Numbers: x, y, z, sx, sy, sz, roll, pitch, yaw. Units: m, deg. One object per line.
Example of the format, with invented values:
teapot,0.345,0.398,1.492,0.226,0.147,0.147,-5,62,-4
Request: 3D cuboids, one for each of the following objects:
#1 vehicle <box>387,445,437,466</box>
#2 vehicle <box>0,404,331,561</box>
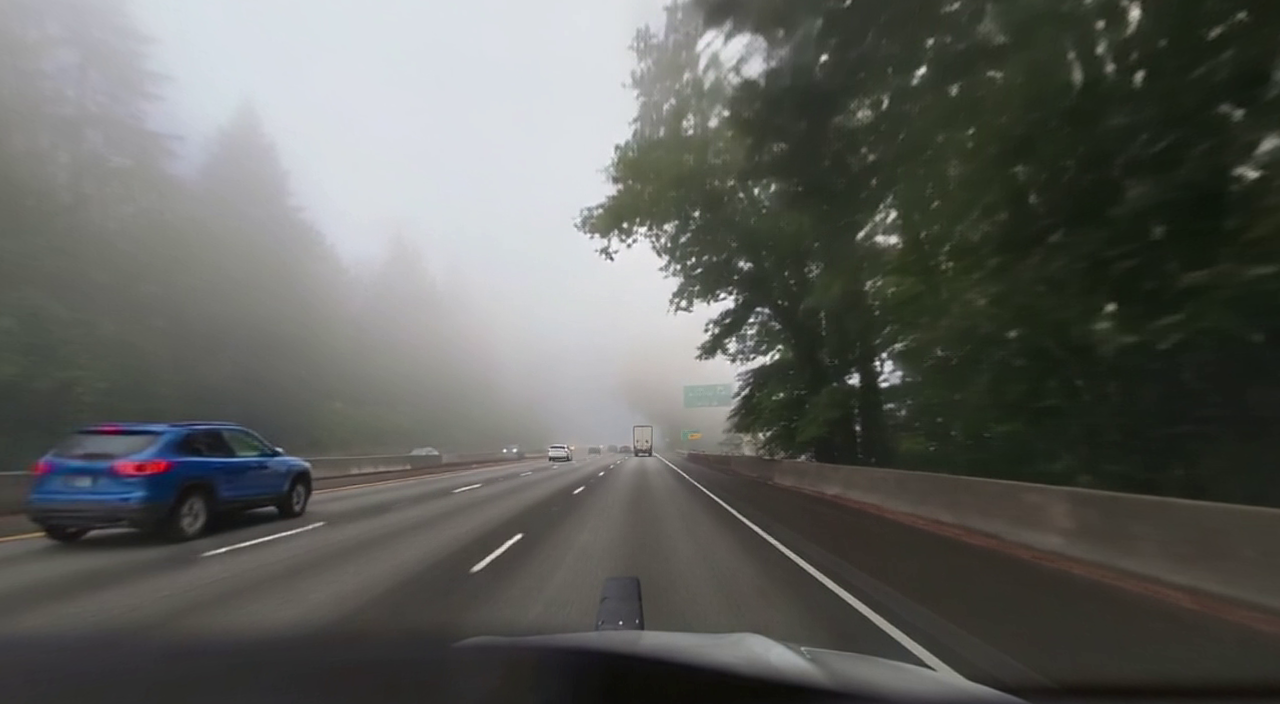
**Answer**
vehicle,-17.515,7.995,48.660,2.002,1.515,4.650,0,-8,1
vehicle,-7.119,1.860,9.720,2.253,1.815,4.618,0,-8,1
